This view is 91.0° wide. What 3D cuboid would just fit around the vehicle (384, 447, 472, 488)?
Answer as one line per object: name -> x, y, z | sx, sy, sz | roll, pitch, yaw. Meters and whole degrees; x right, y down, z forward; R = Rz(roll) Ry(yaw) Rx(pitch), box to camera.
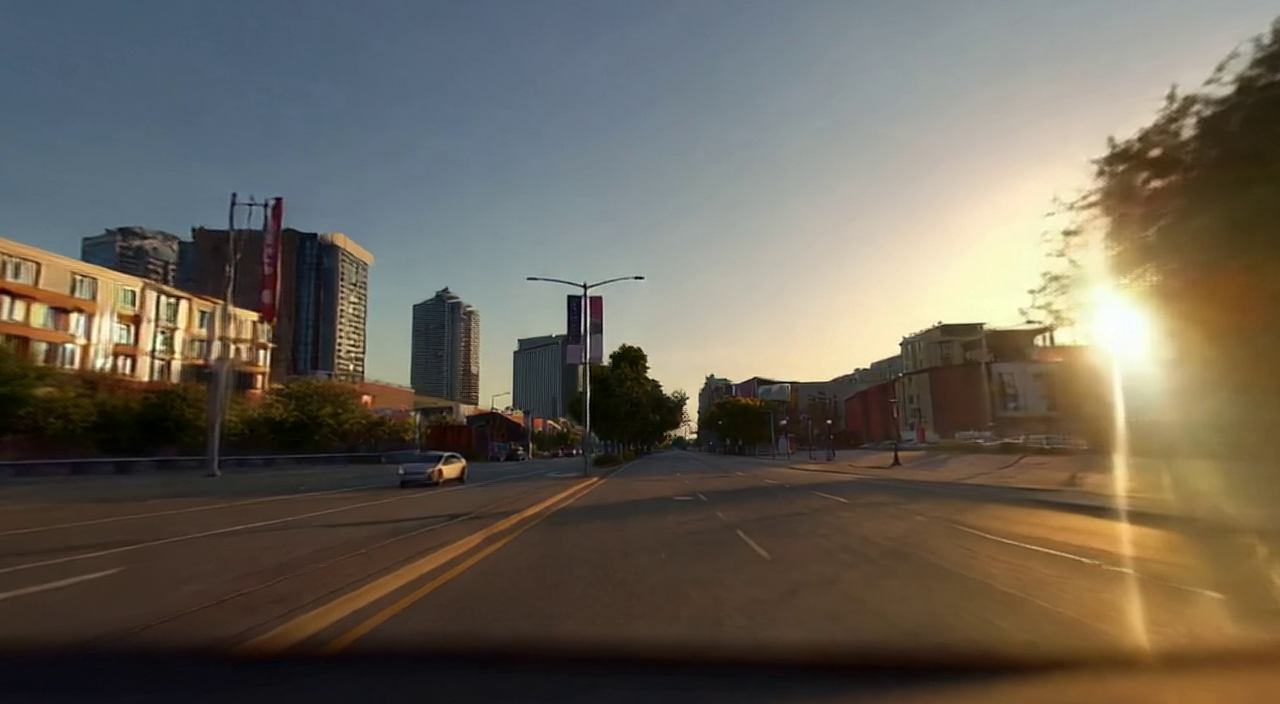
vehicle -> -8.349, 4.551, 25.209 | 1.866, 1.463, 4.378 | 0, -8, 2
